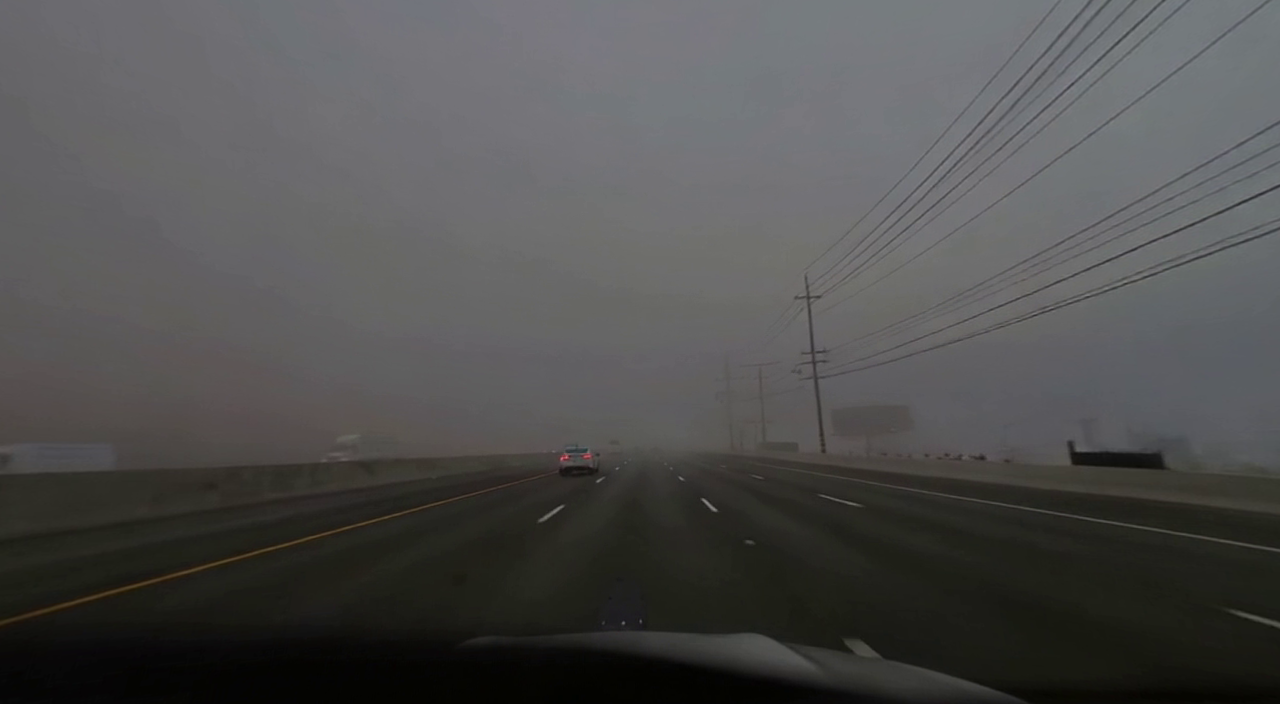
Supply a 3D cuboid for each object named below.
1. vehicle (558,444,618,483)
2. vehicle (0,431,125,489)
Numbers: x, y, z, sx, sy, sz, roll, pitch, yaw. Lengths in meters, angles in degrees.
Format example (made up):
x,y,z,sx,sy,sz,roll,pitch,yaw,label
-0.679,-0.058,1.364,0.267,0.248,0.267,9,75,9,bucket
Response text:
x,y,z,sx,sy,sz,roll,pitch,yaw,label
-2.016,4.478,25.604,1.891,1.444,3.968,-1,-8,3,vehicle
-26.979,4.720,28.010,3.012,2.300,6.199,0,-8,-2,vehicle
